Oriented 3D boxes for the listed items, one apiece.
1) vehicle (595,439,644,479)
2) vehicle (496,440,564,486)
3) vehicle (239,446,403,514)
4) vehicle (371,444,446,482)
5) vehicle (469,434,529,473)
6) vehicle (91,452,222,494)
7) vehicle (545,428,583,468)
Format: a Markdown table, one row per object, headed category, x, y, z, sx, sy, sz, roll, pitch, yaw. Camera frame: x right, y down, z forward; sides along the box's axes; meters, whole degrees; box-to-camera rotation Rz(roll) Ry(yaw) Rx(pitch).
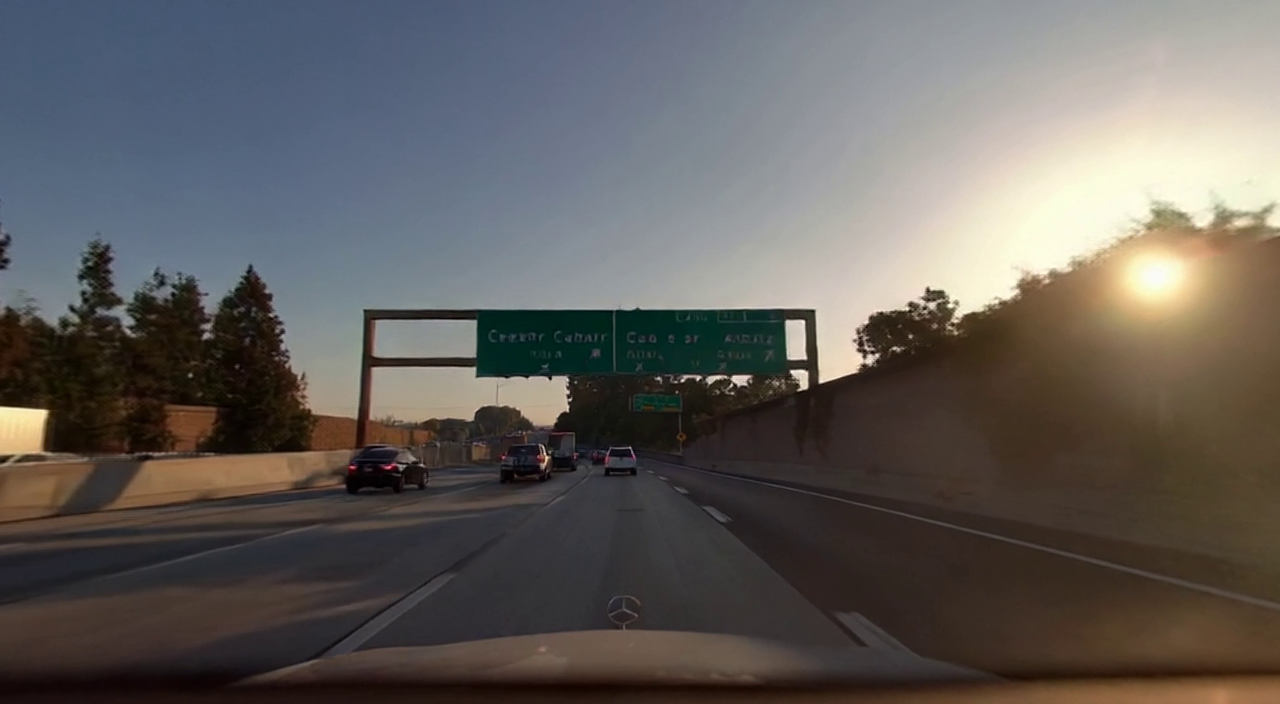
| category | x | y | z | sx | sy | sz | roll | pitch | yaw |
| --- | --- | --- | --- | --- | --- | --- | --- | --- | --- |
| vehicle | -0.941 | 4.820 | 28.719 | 2.092 | 1.671 | 3.772 | 0 | -8 | -2 |
| vehicle | -4.270 | 4.370 | 25.227 | 2.005 | 1.631 | 4.295 | 0 | -8 | -1 |
| vehicle | -7.908 | 3.175 | 16.213 | 1.896 | 1.465 | 4.399 | 0 | -8 | 0 |
| vehicle | -11.981 | 5.722 | 33.079 | 2.079 | 1.807 | 5.187 | 0 | -8 | -2 |
| vehicle | -9.217 | 6.694 | 41.890 | 2.773 | 2.402 | 6.232 | 0 | -8 | -2 |
| vehicle | -19.823 | 4.934 | 26.169 | 1.903 | 1.506 | 4.545 | 0 | -8 | -2 |
| vehicle | -5.438 | 6.947 | 45.827 | 2.279 | 2.672 | 5.256 | 0 | -8 | -2 |
